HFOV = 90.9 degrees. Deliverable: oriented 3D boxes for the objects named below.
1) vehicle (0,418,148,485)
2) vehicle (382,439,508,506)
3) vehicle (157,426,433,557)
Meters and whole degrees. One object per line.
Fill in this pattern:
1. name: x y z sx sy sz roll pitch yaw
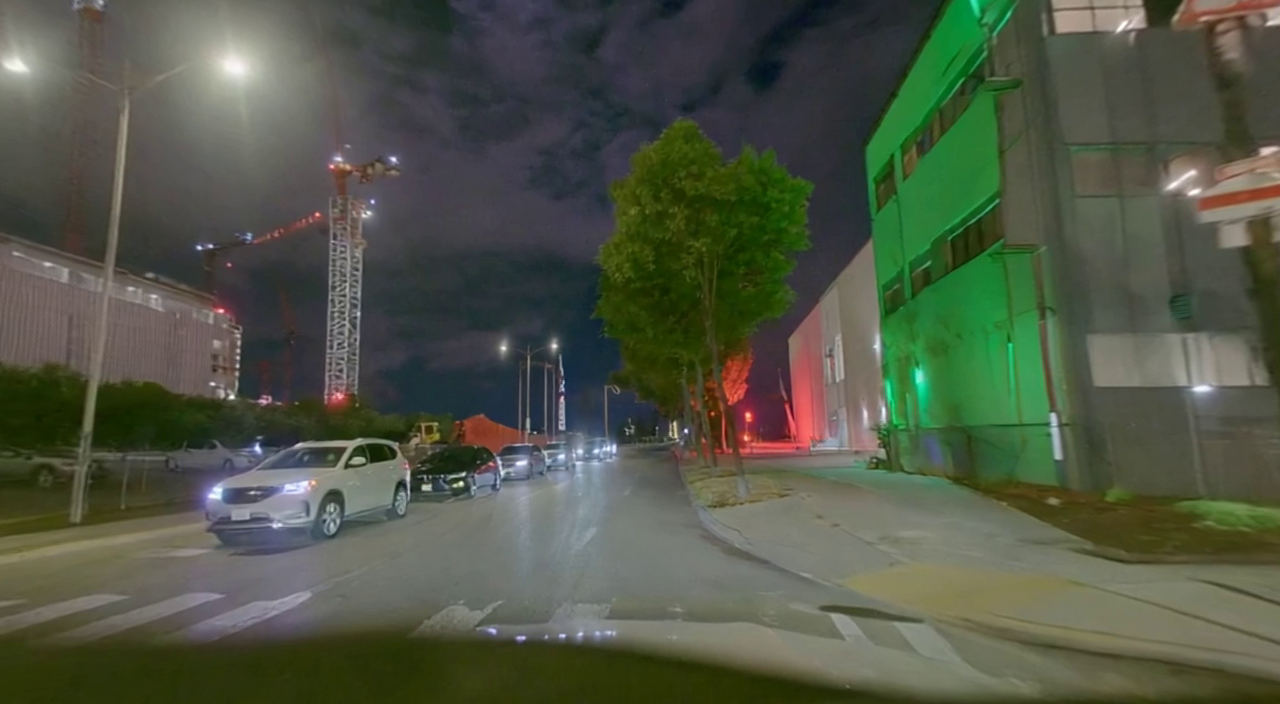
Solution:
1. vehicle: -18.764 3.112 19.913 5.220 1.906 2.069 -2 -8 13
2. vehicle: -4.755 2.954 16.006 1.806 1.451 3.878 -1 -8 2
3. vehicle: -5.027 2.021 9.974 1.913 1.620 3.982 -1 -8 4
